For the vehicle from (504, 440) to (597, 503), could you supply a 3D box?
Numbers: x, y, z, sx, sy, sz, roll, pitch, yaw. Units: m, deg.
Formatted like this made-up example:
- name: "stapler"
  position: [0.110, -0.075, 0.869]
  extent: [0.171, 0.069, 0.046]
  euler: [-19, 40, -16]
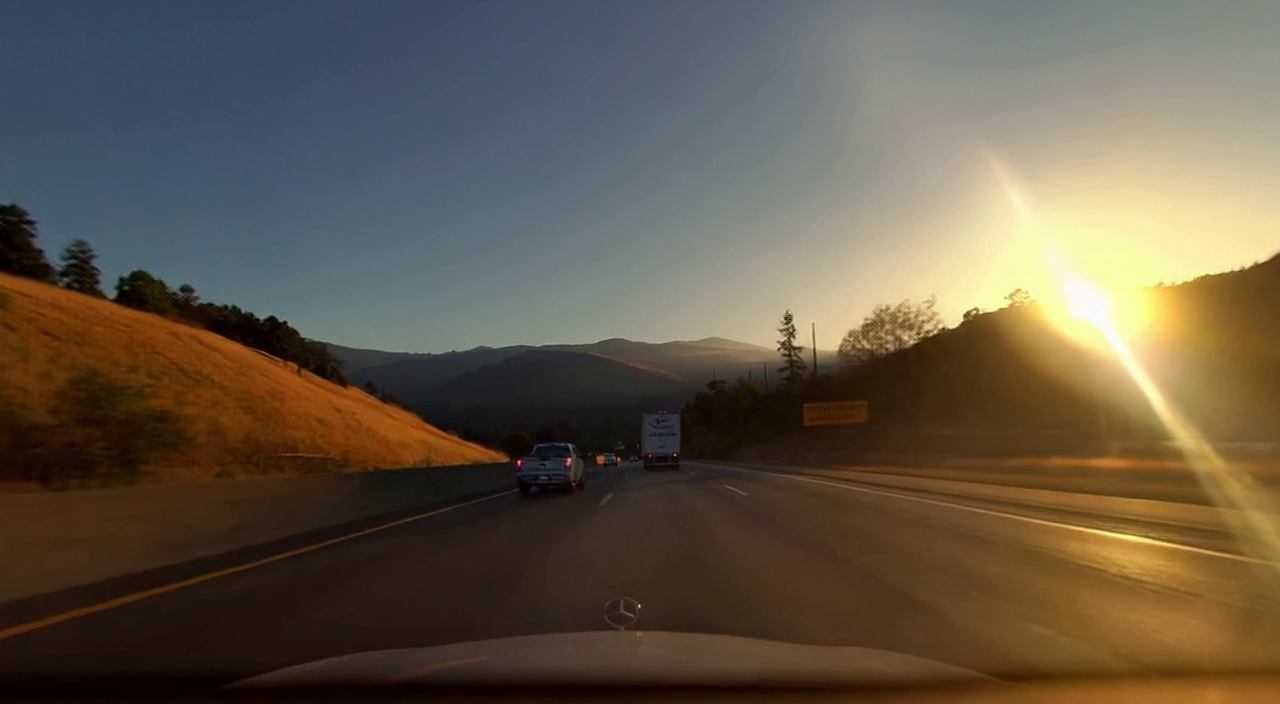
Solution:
- name: "vehicle"
  position: [-2.572, 3.573, 19.155]
  extent: [2.160, 1.691, 4.243]
  euler: [-1, -9, 1]
